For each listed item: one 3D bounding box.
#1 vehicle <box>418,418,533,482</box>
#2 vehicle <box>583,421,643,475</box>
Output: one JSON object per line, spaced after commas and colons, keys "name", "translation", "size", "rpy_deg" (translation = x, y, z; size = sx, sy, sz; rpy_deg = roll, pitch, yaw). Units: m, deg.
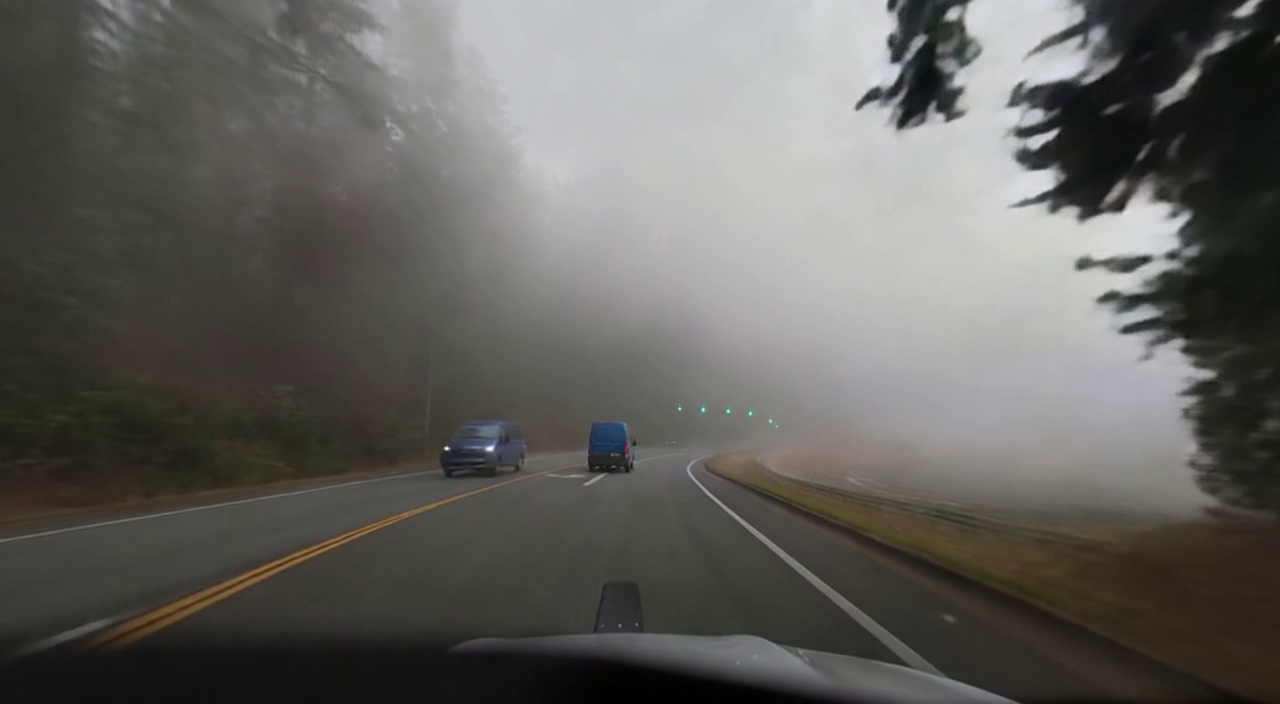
{"name": "vehicle", "translation": [-5.647, 3.486, 22.579], "size": [2.295, 1.981, 5.836], "rpy_deg": [0, -8, 3]}
{"name": "vehicle", "translation": [-1.110, 4.335, 28.608], "size": [2.362, 2.185, 5.212], "rpy_deg": [0, -8, 1]}
